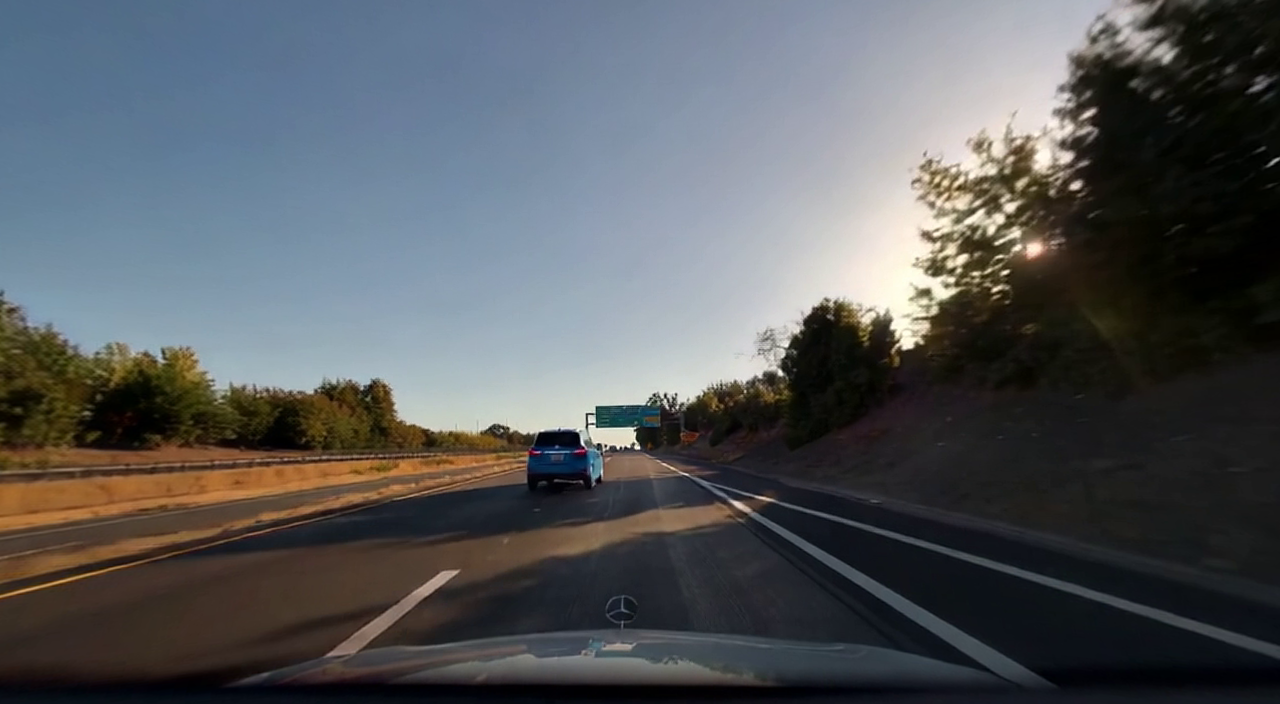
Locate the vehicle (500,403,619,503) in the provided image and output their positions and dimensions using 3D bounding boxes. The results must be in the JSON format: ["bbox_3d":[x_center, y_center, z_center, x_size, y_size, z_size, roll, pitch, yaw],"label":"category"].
[{"bbox_3d":[-1.827,2.534,16.160,2.248,2.154,4.892,0,-8,2],"label":"vehicle"}]
